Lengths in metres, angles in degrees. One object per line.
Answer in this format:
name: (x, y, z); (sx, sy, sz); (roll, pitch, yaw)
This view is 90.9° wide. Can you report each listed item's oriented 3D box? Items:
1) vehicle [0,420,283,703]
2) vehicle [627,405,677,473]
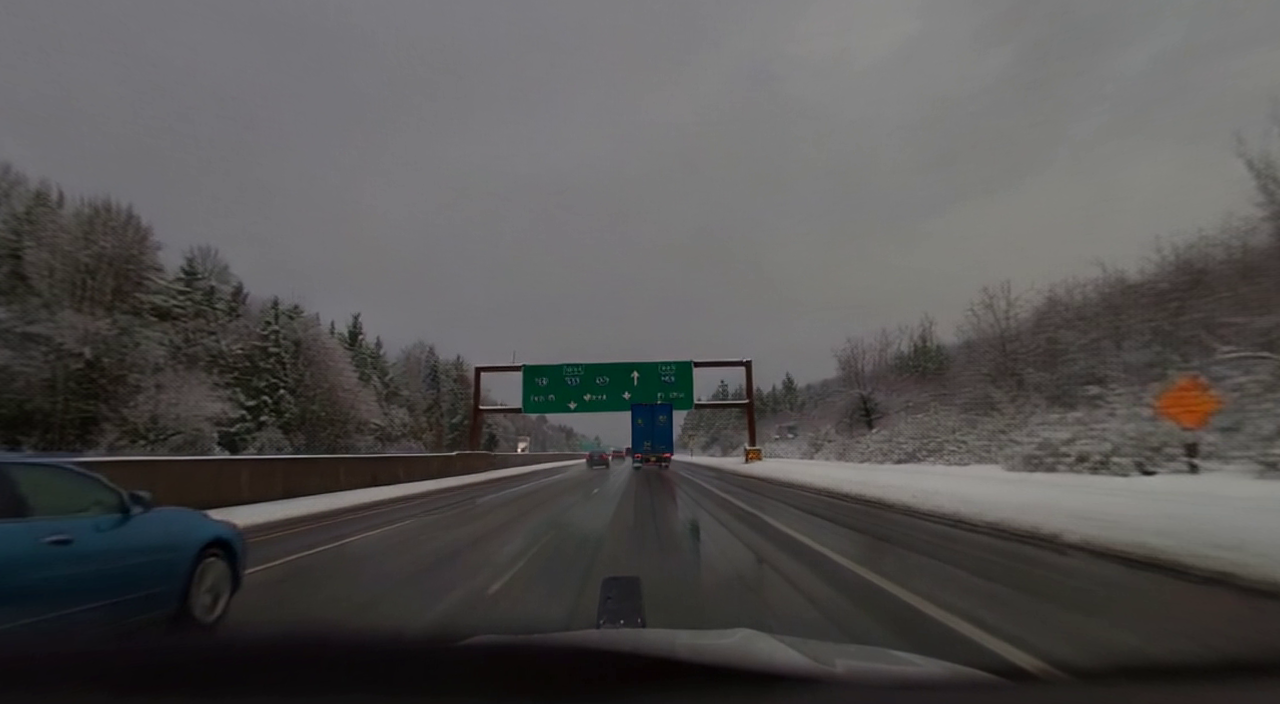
vehicle: (-4.031, 1.073, 3.060); (1.931, 1.466, 4.458); (0, -9, 1)
vehicle: (0.730, 6.032, 43.309); (3.022, 4.072, 10.318); (0, -9, 0)
